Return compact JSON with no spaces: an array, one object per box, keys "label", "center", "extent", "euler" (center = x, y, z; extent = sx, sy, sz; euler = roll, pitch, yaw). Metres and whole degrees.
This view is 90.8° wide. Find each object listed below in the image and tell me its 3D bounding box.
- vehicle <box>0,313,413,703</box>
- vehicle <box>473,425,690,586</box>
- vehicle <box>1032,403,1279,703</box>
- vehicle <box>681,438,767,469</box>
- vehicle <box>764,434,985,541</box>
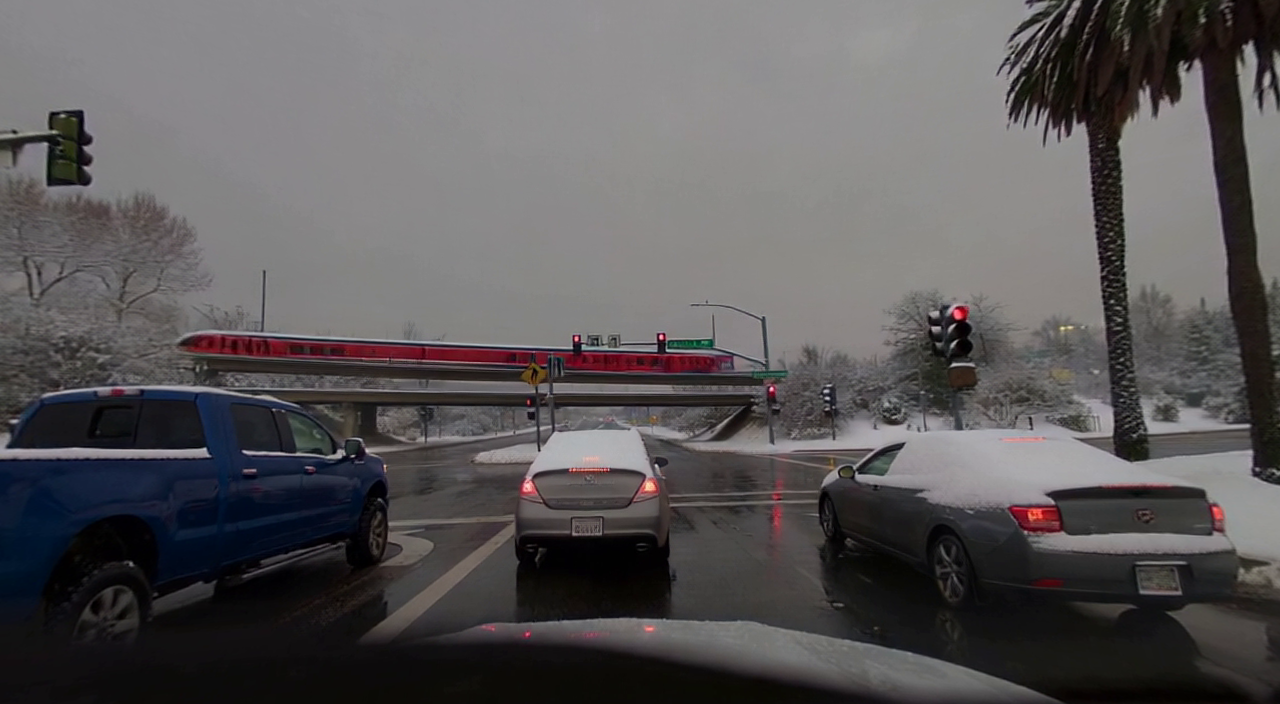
[{"label":"vehicle","center":[-3.796,1.103,4.942],"extent":[2.078,1.838,5.448],"euler":[0,-9,-1]},{"label":"vehicle","center":[-0.645,1.749,8.064],"extent":[2.035,1.491,4.090],"euler":[0,-9,-3]},{"label":"vehicle","center":[3.873,0.892,2.211],"extent":[2.052,1.496,4.541],"euler":[0,-9,0]},{"label":"vehicle","center":[4.160,5.110,31.991],"extent":[1.878,1.428,4.416],"euler":[5,-10,-32]},{"label":"vehicle","center":[3.682,2.209,10.989],"extent":[1.965,1.448,4.486],"euler":[0,-9,-2]}]
